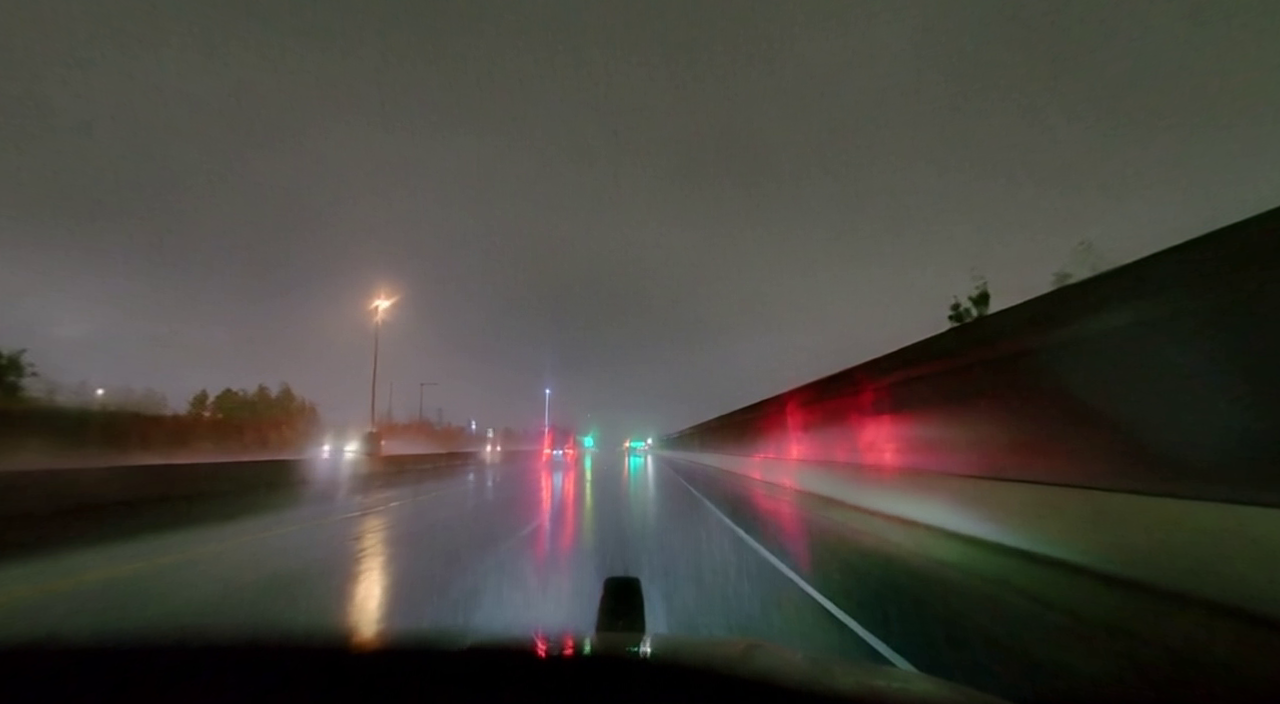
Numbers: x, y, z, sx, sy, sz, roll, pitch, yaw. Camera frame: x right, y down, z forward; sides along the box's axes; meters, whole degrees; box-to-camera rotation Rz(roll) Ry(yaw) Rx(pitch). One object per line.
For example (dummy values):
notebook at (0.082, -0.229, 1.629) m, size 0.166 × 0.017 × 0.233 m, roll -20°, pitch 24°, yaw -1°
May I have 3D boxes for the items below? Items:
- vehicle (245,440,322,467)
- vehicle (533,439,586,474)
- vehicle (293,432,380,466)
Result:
vehicle at (-21.172, 6.066, 37.654) m, size 1.861 × 1.485 × 4.658 m, roll 0°, pitch -9°, yaw 0°
vehicle at (-4.089, 5.391, 32.711) m, size 2.133 × 1.683 × 4.340 m, roll 1°, pitch -9°, yaw 0°
vehicle at (-17.188, 5.549, 36.055) m, size 2.261 × 1.747 × 5.352 m, roll 1°, pitch -9°, yaw 0°
